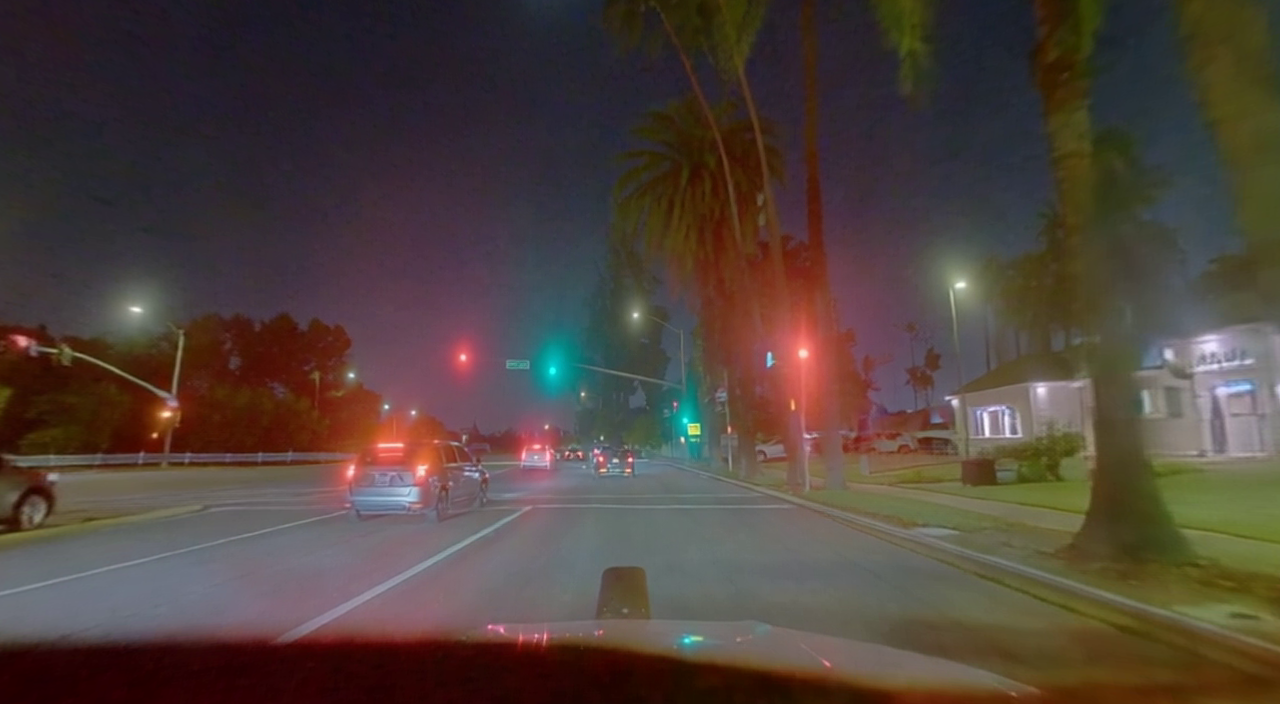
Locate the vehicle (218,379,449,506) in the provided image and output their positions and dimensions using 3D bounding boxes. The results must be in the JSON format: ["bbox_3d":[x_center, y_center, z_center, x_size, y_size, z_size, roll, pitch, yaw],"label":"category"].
[{"bbox_3d":[-7.628,2.434,16.985,2.821,2.701,6.721,-1,-9,0],"label":"vehicle"}]

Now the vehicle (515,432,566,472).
[{"bbox_3d":[-5.087,5.170,32.784,2.032,1.852,4.571,-1,-8,-2],"label":"vehicle"}]

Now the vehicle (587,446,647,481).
[{"bbox_3d":[-0.934,4.265,24.380,2.131,1.222,3.868,0,-9,-3],"label":"vehicle"}]

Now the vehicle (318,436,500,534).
[{"bbox_3d":[-3.965,2.336,11.705,1.709,1.425,4.337,-1,-9,1],"label":"vehicle"}]

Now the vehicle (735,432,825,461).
[{"bbox_3d":[8.410,5.669,37.886,4.742,1.690,2.218,2,-9,-18],"label":"vehicle"}]

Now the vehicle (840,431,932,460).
[{"bbox_3d":[14.316,5.437,36.752,4.615,1.555,2.021,2,-9,-15],"label":"vehicle"}]
